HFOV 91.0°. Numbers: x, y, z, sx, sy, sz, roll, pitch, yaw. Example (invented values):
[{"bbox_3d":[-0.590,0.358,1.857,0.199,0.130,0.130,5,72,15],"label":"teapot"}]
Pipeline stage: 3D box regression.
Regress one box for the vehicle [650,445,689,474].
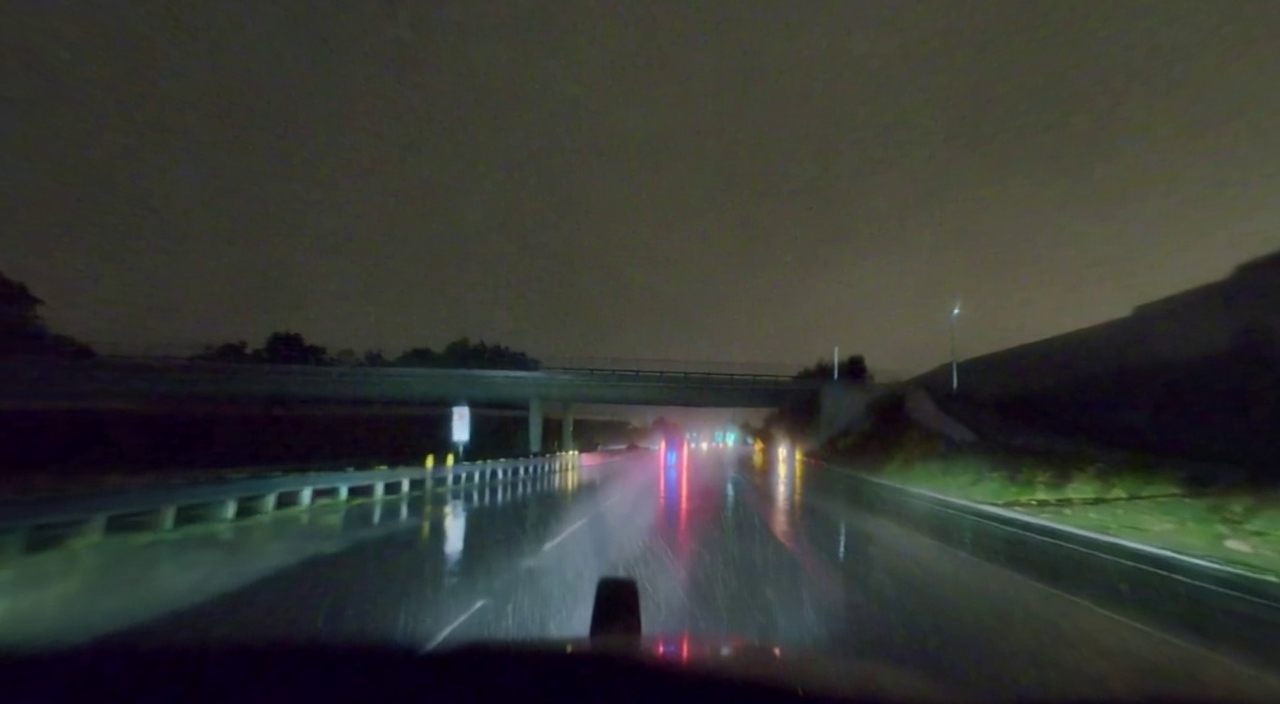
[{"bbox_3d":[1.673,5.869,34.549,2.028,1.440,3.970,-1,-8,4],"label":"vehicle"}]
